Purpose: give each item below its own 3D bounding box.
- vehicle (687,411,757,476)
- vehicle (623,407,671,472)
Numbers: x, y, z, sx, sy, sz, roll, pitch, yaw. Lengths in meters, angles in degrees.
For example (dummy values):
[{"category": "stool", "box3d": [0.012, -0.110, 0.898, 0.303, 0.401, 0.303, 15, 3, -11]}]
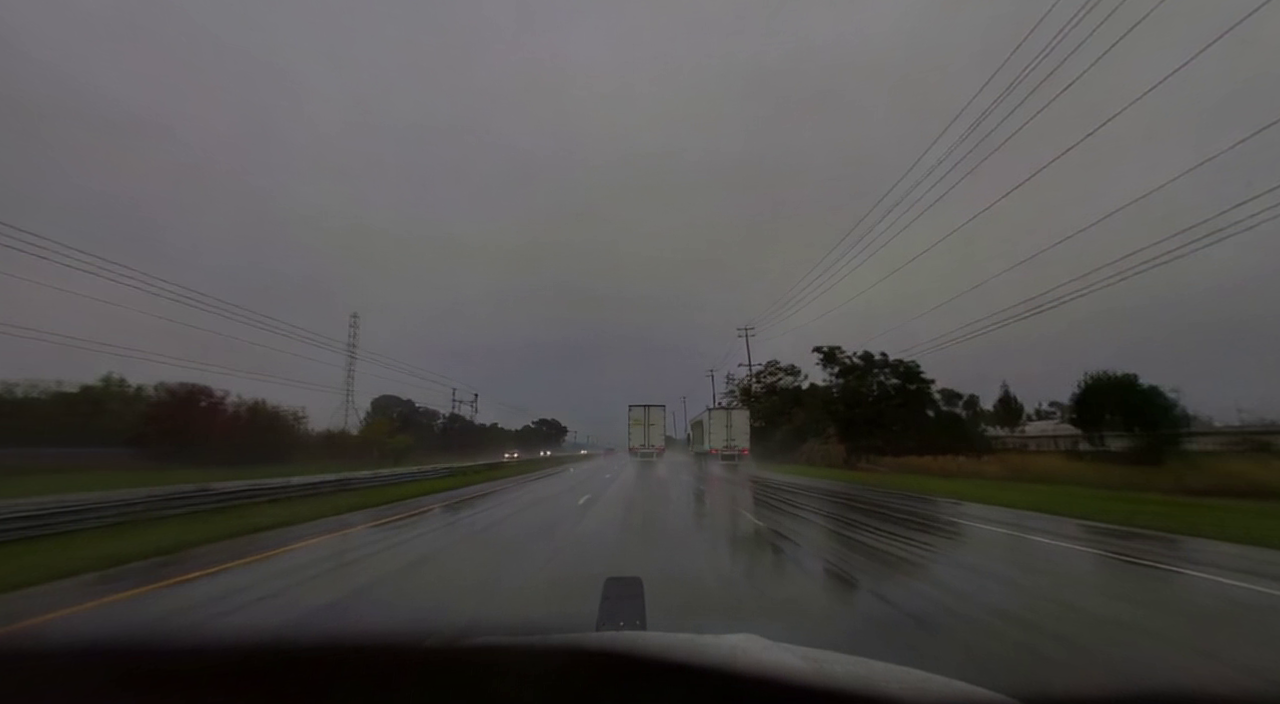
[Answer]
[{"category": "vehicle", "box3d": [4.647, 5.498, 37.557, 2.938, 3.378, 8.820, 0, -9, 0]}, {"category": "vehicle", "box3d": [0.535, 6.584, 46.543, 2.997, 4.076, 13.224, 0, -9, 1]}]
